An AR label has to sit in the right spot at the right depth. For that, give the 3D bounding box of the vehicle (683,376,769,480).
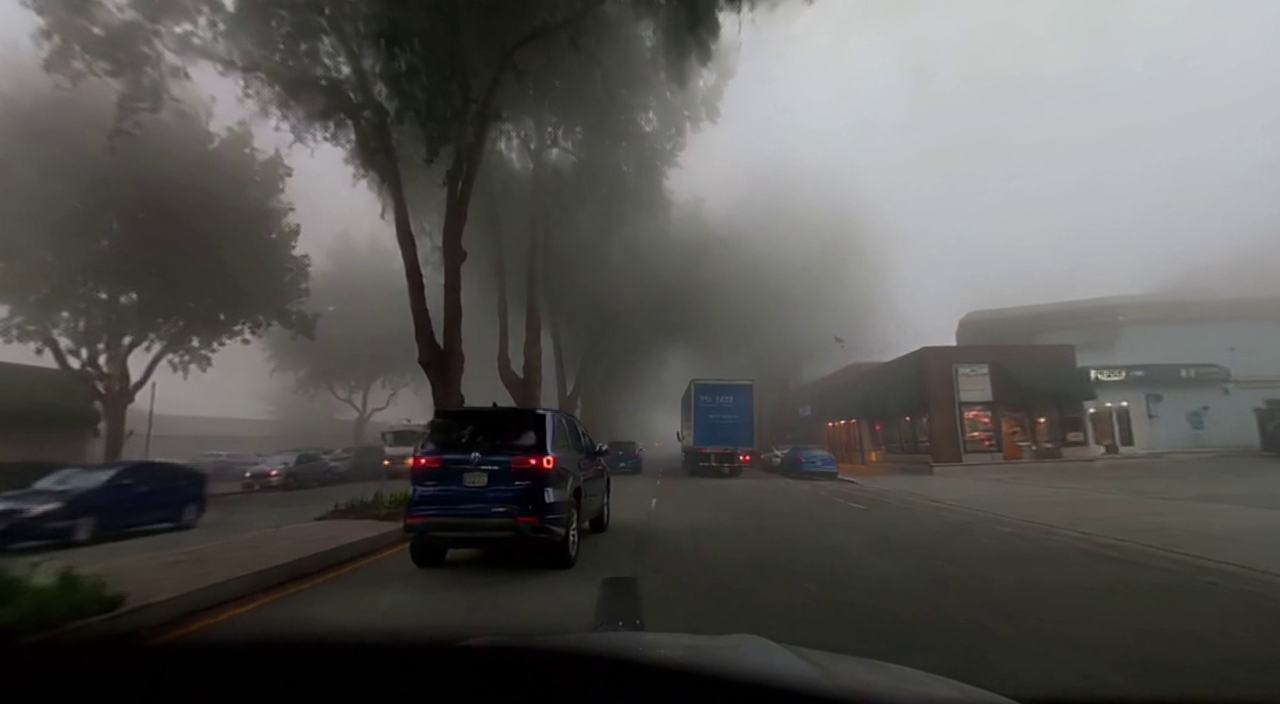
[{"bbox_3d":[3.921,4.029,32.238,3.007,4.206,12.913,-1,-8,2],"label":"vehicle"}]

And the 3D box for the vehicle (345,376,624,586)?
[{"bbox_3d":[-1.603,1.622,8.715,2.293,2.036,4.853,-1,-9,4],"label":"vehicle"}]

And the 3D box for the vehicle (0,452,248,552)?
[{"bbox_3d":[-9.886,2.639,11.879,1.915,1.434,4.609,-1,-9,3],"label":"vehicle"}]

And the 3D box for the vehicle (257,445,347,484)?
[{"bbox_3d":[-21.195,7.013,39.997,2.233,2.228,5.747,0,-8,4],"label":"vehicle"}]

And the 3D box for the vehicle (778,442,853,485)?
[{"bbox_3d":[6.826,4.346,24.977,1.929,1.522,4.158,-1,-9,3],"label":"vehicle"}]
